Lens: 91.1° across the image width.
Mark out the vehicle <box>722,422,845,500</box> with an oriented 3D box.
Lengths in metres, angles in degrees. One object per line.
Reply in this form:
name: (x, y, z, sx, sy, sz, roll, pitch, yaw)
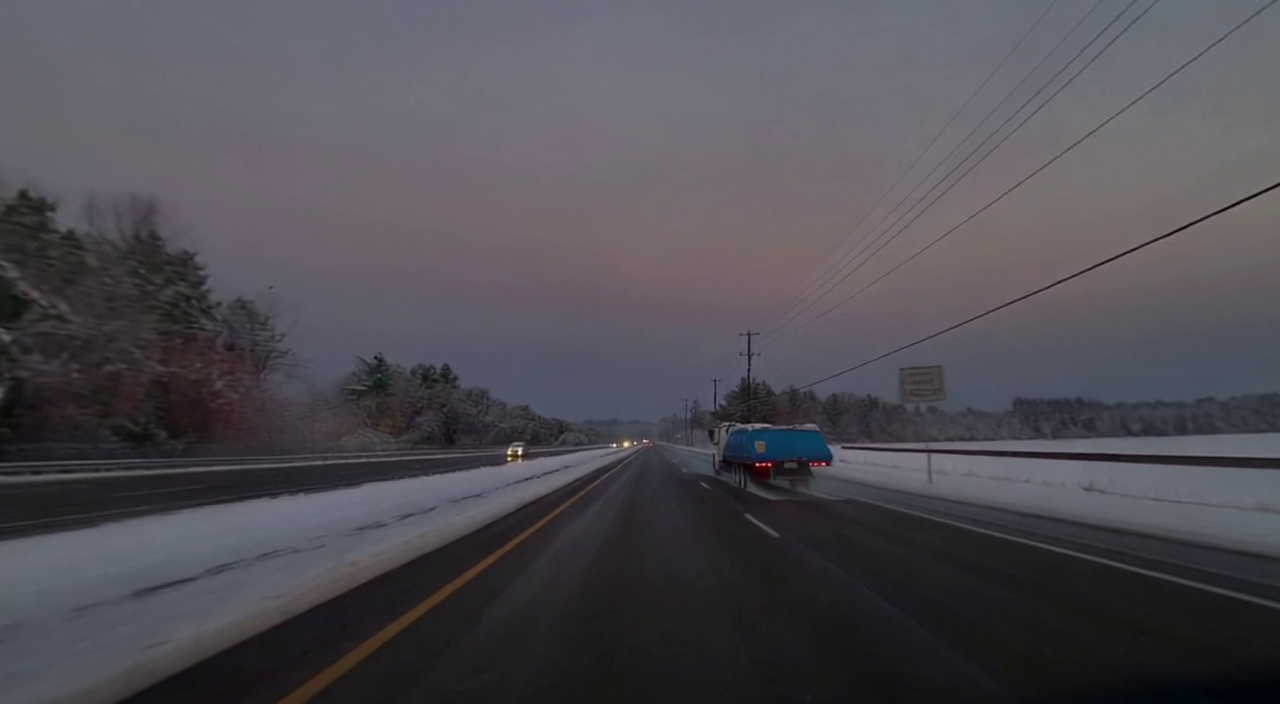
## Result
vehicle: (3.787, 3.009, 17.815, 2.228, 1.852, 5.449, 0, -8, 0)
